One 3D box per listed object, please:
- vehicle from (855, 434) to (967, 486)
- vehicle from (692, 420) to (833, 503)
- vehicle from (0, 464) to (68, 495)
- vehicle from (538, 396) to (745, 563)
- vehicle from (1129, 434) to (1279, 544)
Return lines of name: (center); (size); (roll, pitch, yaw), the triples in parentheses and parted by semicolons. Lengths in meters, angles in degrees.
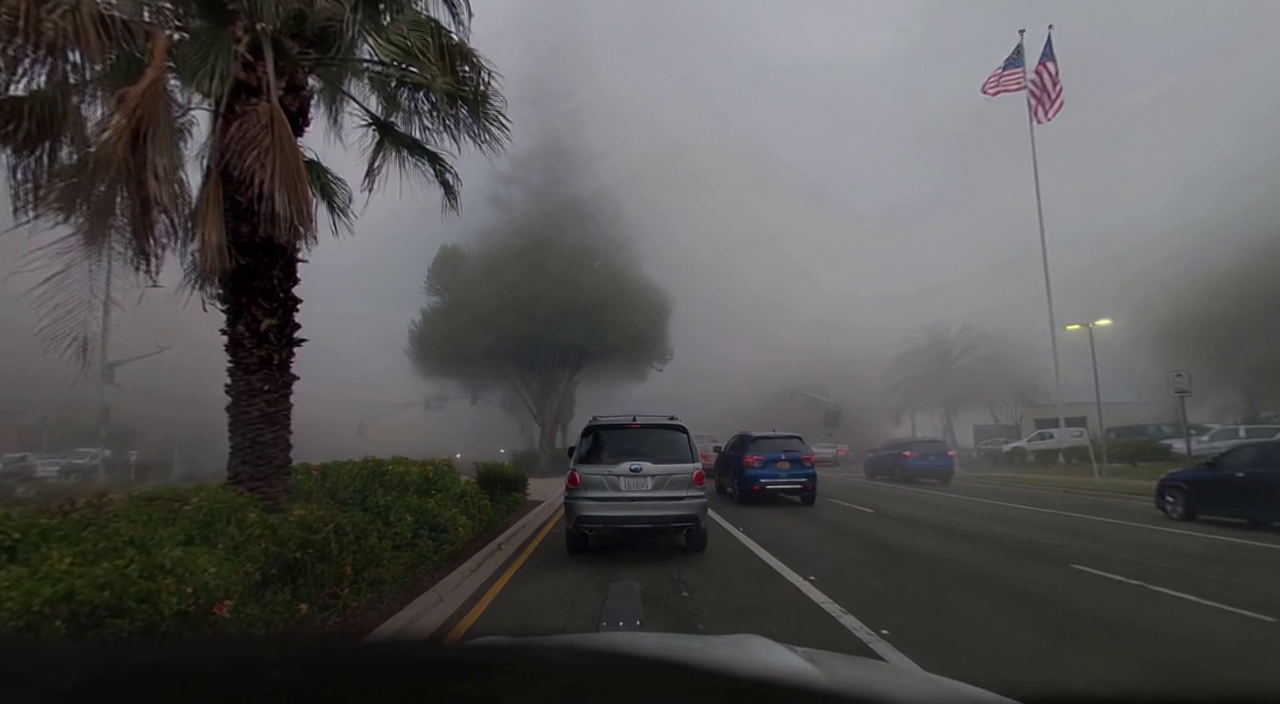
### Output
vehicle: (10.095, 4.048, 23.998); (2.155, 1.779, 4.582); (0, -9, -1)
vehicle: (3.274, 3.159, 18.703); (2.773, 2.021, 6.212); (0, -9, -2)
vehicle: (-45.859, 9.168, 45.667); (6.410, 2.078, 2.584); (0, -9, 0)
vehicle: (-0.043, 1.826, 9.727); (2.402, 1.938, 4.535); (0, -9, -2)
vehicle: (9.746, 1.944, 9.122); (1.967, 1.485, 4.267); (0, -9, 1)
